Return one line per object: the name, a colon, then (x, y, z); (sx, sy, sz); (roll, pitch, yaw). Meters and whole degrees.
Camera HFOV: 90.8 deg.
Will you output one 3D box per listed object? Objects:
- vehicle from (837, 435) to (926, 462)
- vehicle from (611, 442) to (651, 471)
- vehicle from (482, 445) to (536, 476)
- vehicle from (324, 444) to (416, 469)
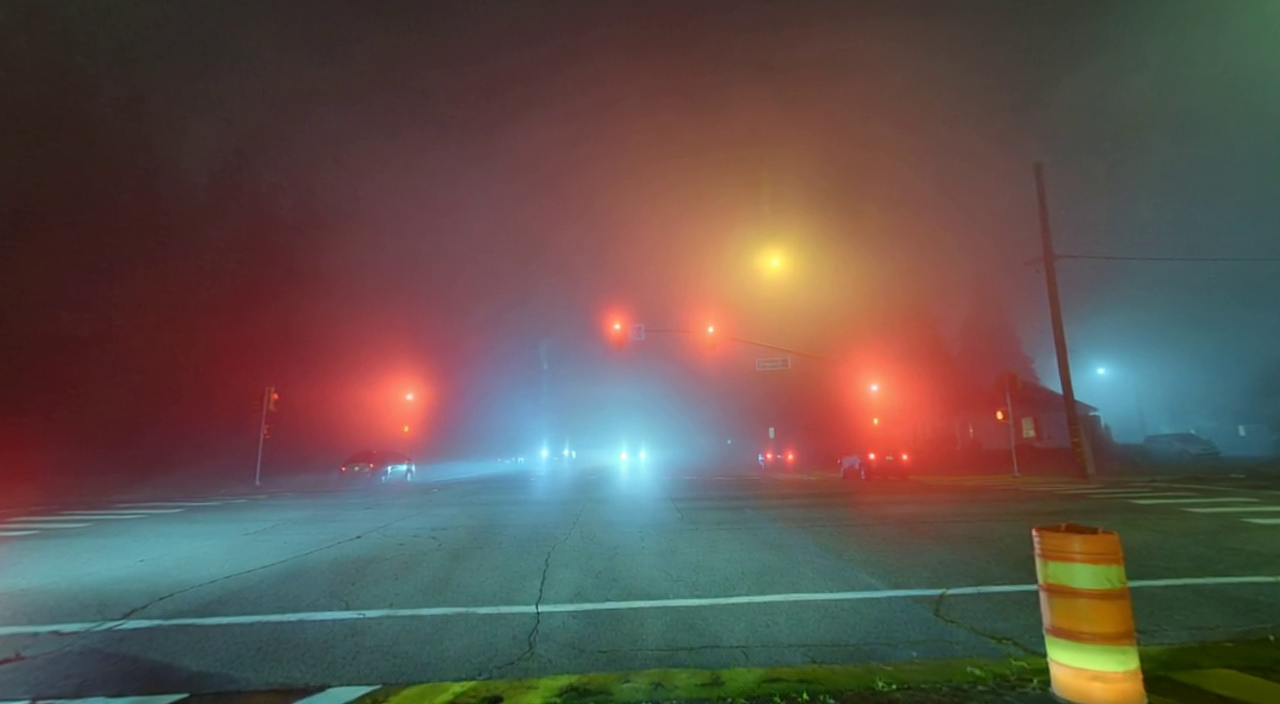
vehicle: (15.371, 6.176, 40.324); (4.892, 1.656, 1.856); (0, -8, 0)
vehicle: (-0.479, 5.833, 35.491); (2.105, 1.457, 4.173); (0, -8, -1)
vehicle: (-6.621, 5.522, 32.402); (1.881, 1.452, 4.121); (0, -8, 0)
vehicle: (-16.405, 6.368, 38.597); (4.713, 1.409, 1.918); (0, -8, -2)
